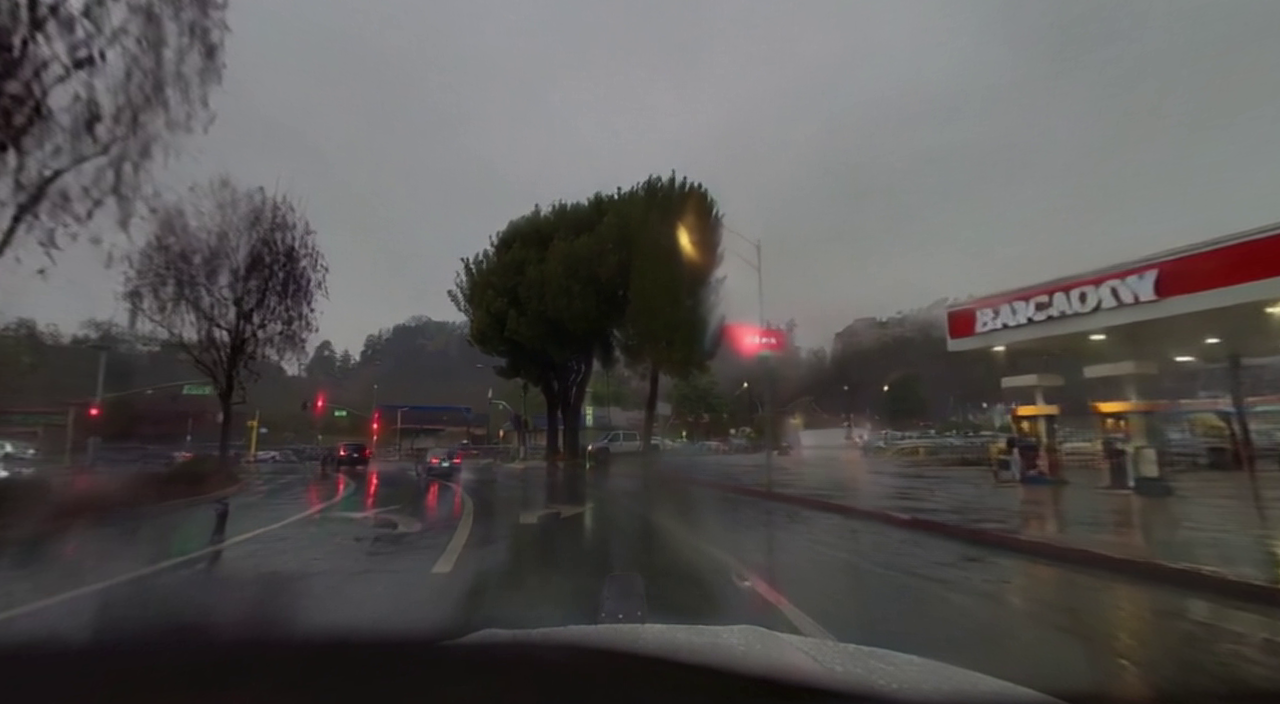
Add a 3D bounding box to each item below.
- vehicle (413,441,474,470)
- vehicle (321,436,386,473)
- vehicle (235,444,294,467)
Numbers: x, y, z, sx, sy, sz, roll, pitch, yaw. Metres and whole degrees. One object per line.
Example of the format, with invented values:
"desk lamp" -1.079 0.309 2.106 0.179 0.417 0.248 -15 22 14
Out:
"vehicle" -13.694 7.129 43.698 2.202 1.822 4.826 7 -11 -40
"vehicle" -17.046 6.049 37.314 2.254 2.006 4.766 7 -11 -38
"vehicle" -29.393 8.057 49.202 4.546 1.650 1.940 -5 -10 31
